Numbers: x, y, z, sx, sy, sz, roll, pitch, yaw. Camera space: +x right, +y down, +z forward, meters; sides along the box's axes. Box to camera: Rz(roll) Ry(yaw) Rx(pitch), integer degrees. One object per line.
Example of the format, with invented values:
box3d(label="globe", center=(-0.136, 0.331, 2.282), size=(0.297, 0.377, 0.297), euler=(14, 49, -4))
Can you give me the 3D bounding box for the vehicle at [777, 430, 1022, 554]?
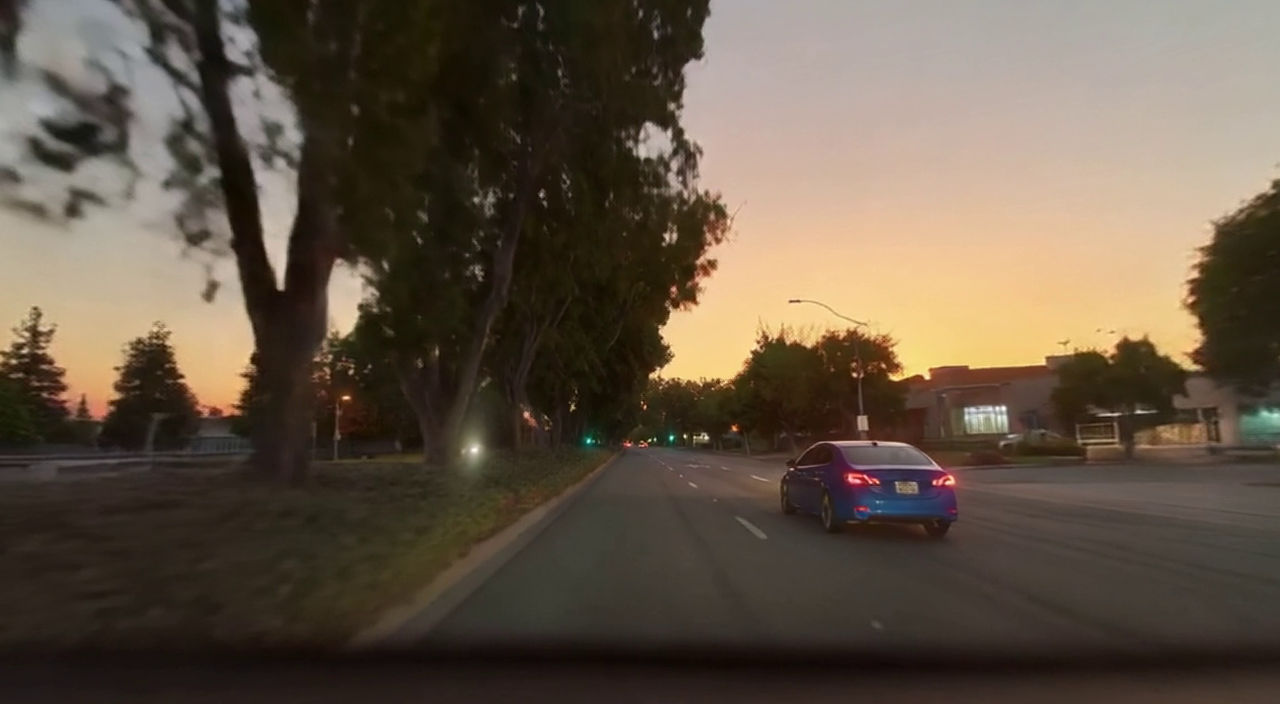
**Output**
box3d(label="vehicle", center=(3.612, 2.009, 9.836), size=(1.950, 1.473, 4.259), euler=(0, -8, -1))
